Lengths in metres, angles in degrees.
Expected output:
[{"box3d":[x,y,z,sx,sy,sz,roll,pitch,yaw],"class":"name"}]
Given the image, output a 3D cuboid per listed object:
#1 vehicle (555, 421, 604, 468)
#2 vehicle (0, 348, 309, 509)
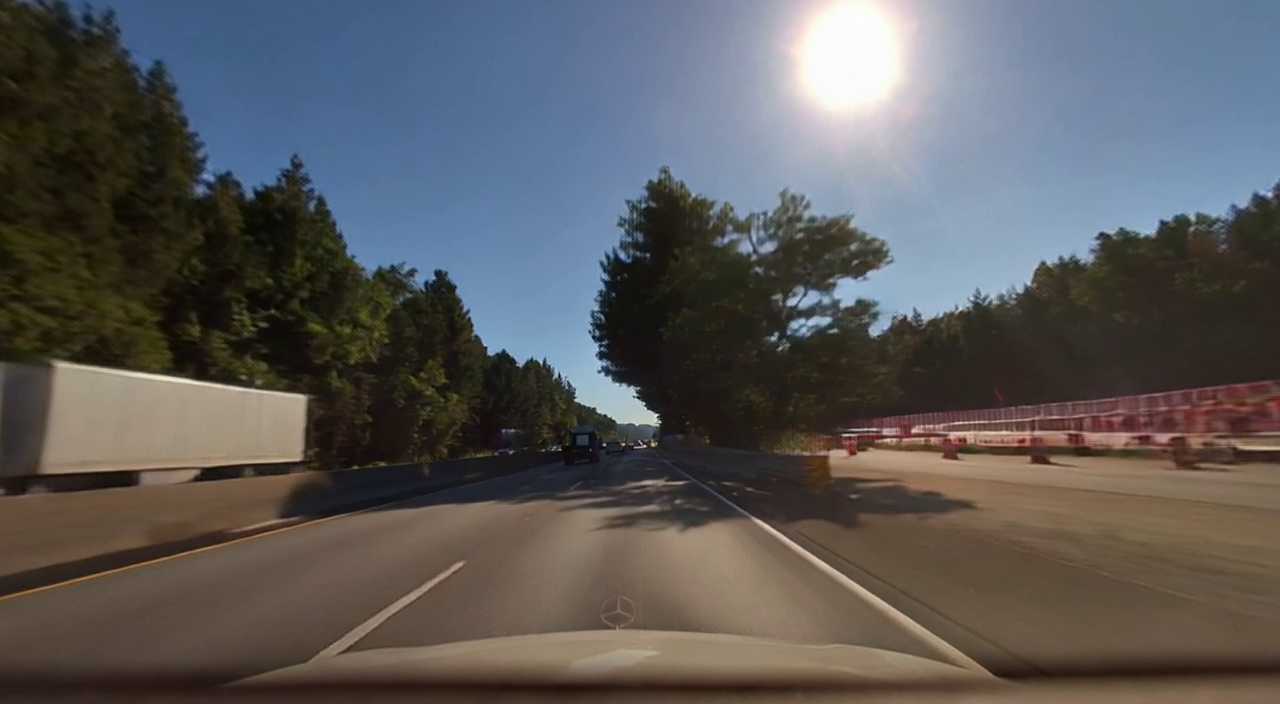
[{"box3d":[-3.603,5.705,38.890,2.484,2.625,5.907,0,-8,0],"class":"vehicle"},{"box3d":[-17.265,2.915,22.701,2.897,3.982,14.641,-1,-8,-1],"class":"vehicle"}]
